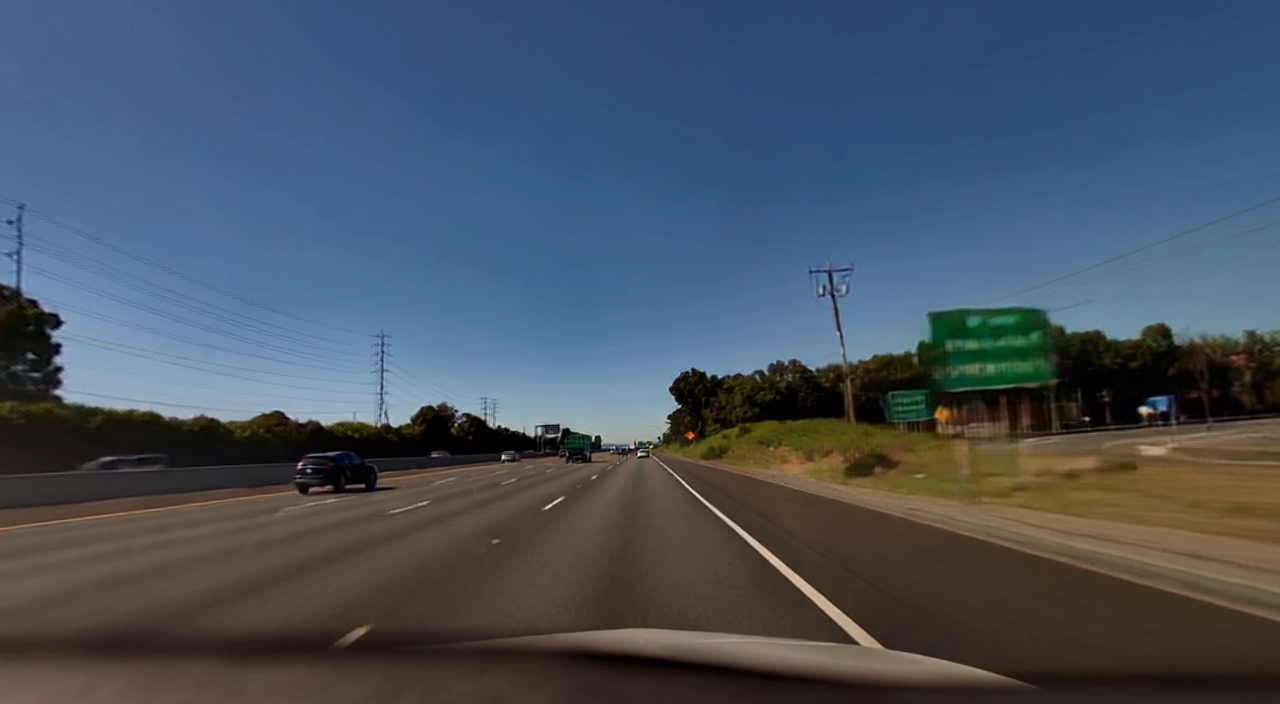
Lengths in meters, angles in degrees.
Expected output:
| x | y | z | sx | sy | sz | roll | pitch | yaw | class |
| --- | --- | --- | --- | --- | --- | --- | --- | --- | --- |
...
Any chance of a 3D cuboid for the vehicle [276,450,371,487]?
| x | y | z | sx | sy | sz | roll | pitch | yaw | class |
| --- | --- | --- | --- | --- | --- | --- | --- | --- | --- |
| -14.171 | 5.231 | 28.569 | 1.988 | 1.477 | 4.442 | -1 | -8 | 1 | vehicle |
